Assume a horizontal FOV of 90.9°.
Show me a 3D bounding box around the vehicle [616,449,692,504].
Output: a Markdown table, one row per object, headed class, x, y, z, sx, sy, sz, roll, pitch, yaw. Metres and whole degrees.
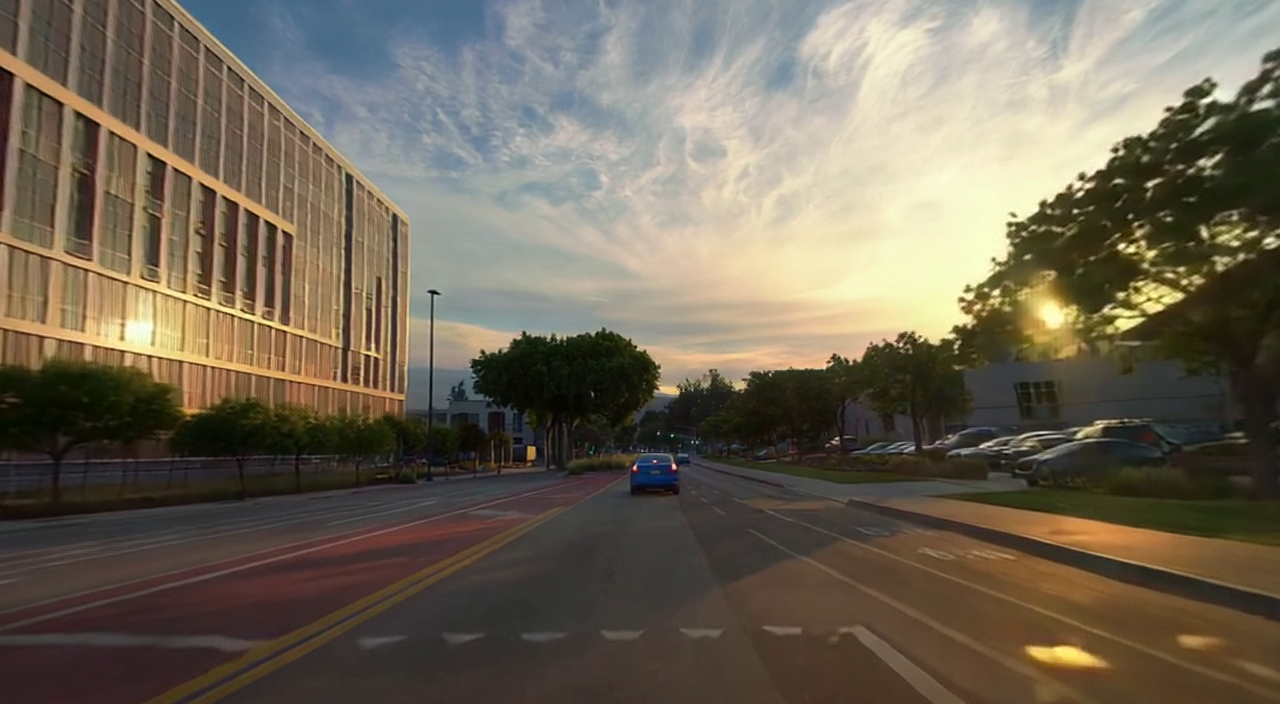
| class | x | y | z | sx | sy | sz | roll | pitch | yaw |
| --- | --- | --- | --- | --- | --- | --- | --- | --- | --- |
| vehicle | 0.380 | 3.694 | 19.170 | 2.063 | 1.442 | 4.135 | 0 | -9 | 0 |
